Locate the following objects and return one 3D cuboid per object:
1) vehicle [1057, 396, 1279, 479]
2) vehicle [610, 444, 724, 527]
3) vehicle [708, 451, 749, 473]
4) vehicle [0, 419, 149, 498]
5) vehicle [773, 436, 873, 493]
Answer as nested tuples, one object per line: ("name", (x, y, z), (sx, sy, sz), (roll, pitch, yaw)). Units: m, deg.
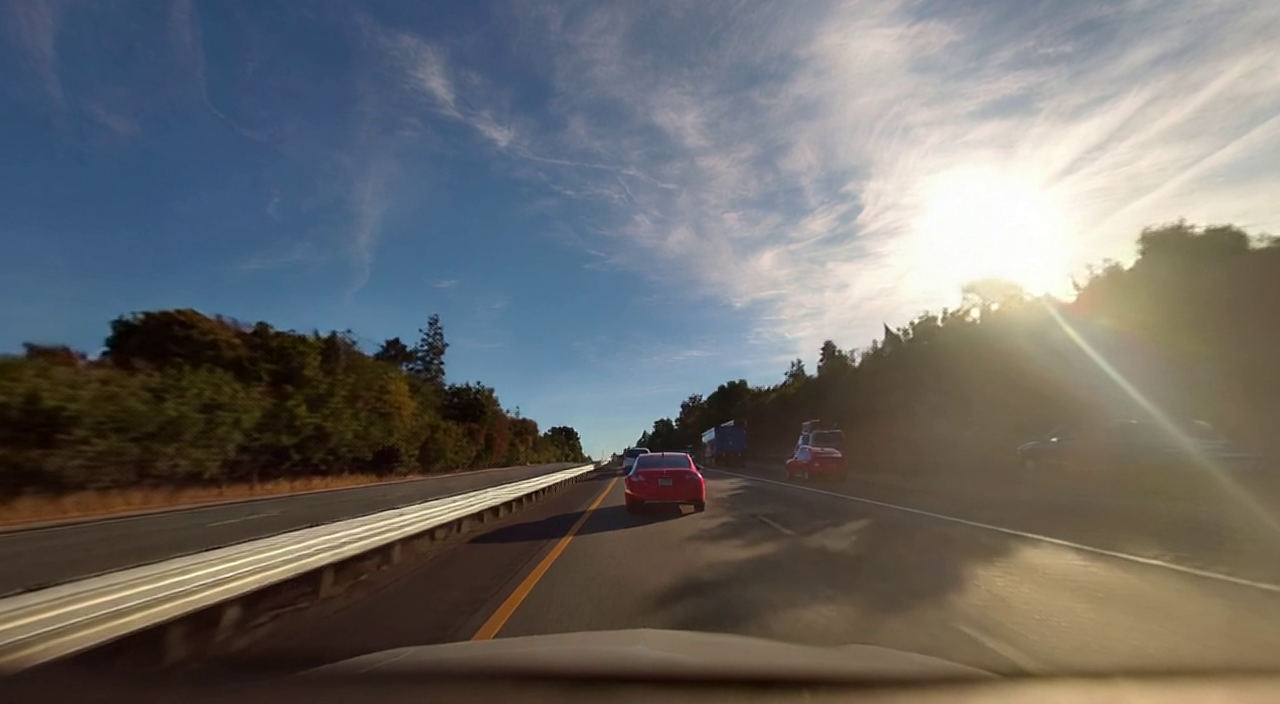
("vehicle", (31.689, 5.249, 37.472), (2.822, 3.996, 14.073), (1, -9, -7))
("vehicle", (0.476, 2.737, 13.449), (2.076, 1.485, 3.774), (0, -9, 0))
("vehicle", (6.017, 7.548, 43.391), (2.015, 1.454, 4.324), (0, -9, -2))
("vehicle", (-33.395, 6.174, 36.871), (2.902, 3.981, 7.819), (-3, -8, 0))
("vehicle", (6.449, 4.028, 22.837), (2.177, 1.827, 4.565), (0, -9, -1))
